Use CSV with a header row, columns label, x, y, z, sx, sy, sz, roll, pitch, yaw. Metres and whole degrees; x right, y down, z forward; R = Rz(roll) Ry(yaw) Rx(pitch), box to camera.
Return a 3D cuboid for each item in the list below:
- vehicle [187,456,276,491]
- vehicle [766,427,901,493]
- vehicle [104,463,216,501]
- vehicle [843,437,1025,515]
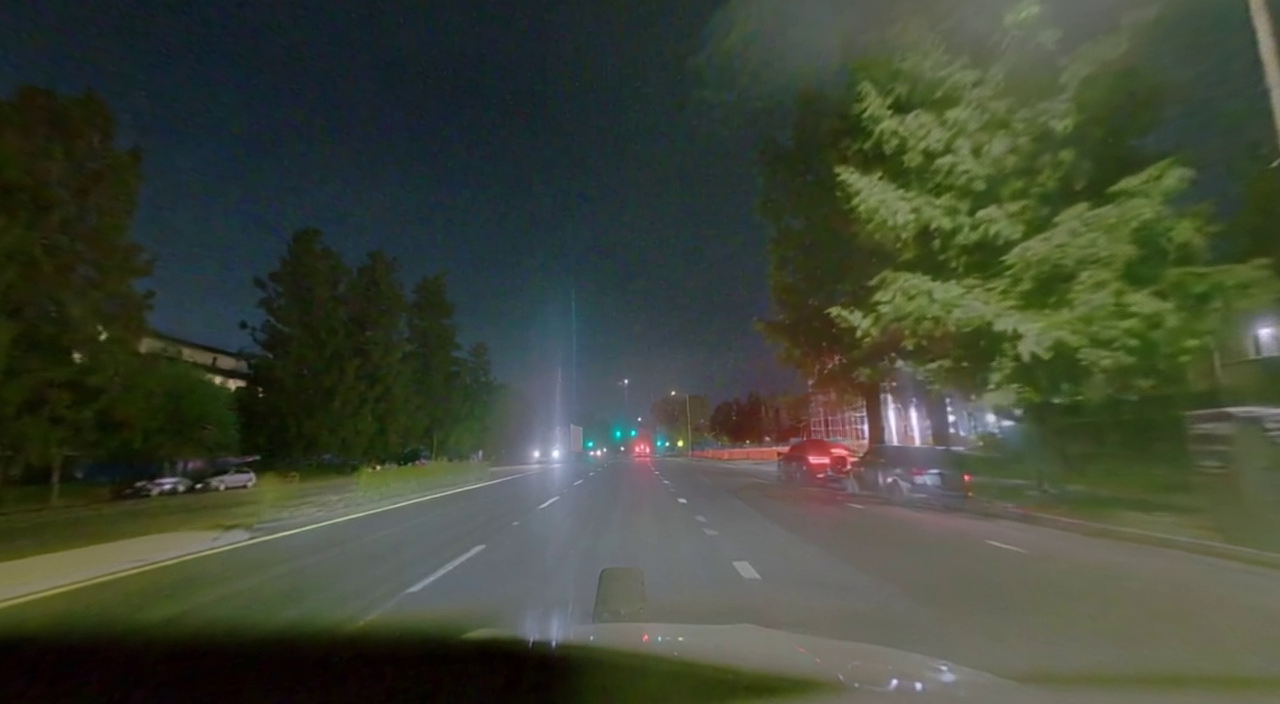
label,x,y,z,sx,sy,sz,roll,pitch,yaw
vehicle,-22.973,6.815,35.531,2.006,1.755,4.476,0,-8,-1
vehicle,6.310,3.640,21.677,2.513,1.890,6.666,0,-8,0
vehicle,-22.958,6.196,30.294,1.862,1.458,4.701,0,-8,-2
vehicle,6.416,2.727,14.424,1.860,1.467,4.576,0,-8,-2
